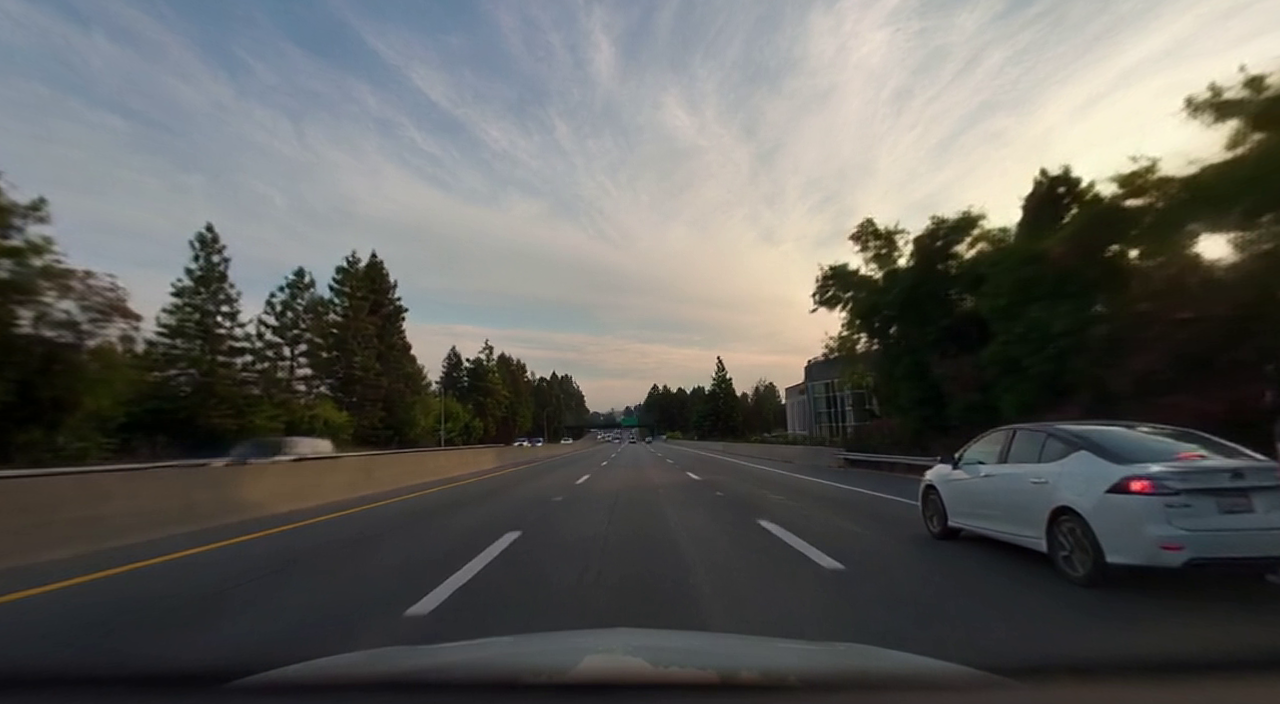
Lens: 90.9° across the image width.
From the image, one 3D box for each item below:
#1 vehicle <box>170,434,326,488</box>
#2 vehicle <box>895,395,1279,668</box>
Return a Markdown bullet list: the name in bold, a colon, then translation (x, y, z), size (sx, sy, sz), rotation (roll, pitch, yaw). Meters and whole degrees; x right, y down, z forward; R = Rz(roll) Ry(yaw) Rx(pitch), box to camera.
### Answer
- **vehicle**: translation (-12.195, 3.390, 20.039), size (2.052, 1.506, 4.537), rotation (0, -8, 0)
- **vehicle**: translation (4.511, 1.366, 6.082), size (2.095, 1.587, 4.638), rotation (0, -8, -1)
